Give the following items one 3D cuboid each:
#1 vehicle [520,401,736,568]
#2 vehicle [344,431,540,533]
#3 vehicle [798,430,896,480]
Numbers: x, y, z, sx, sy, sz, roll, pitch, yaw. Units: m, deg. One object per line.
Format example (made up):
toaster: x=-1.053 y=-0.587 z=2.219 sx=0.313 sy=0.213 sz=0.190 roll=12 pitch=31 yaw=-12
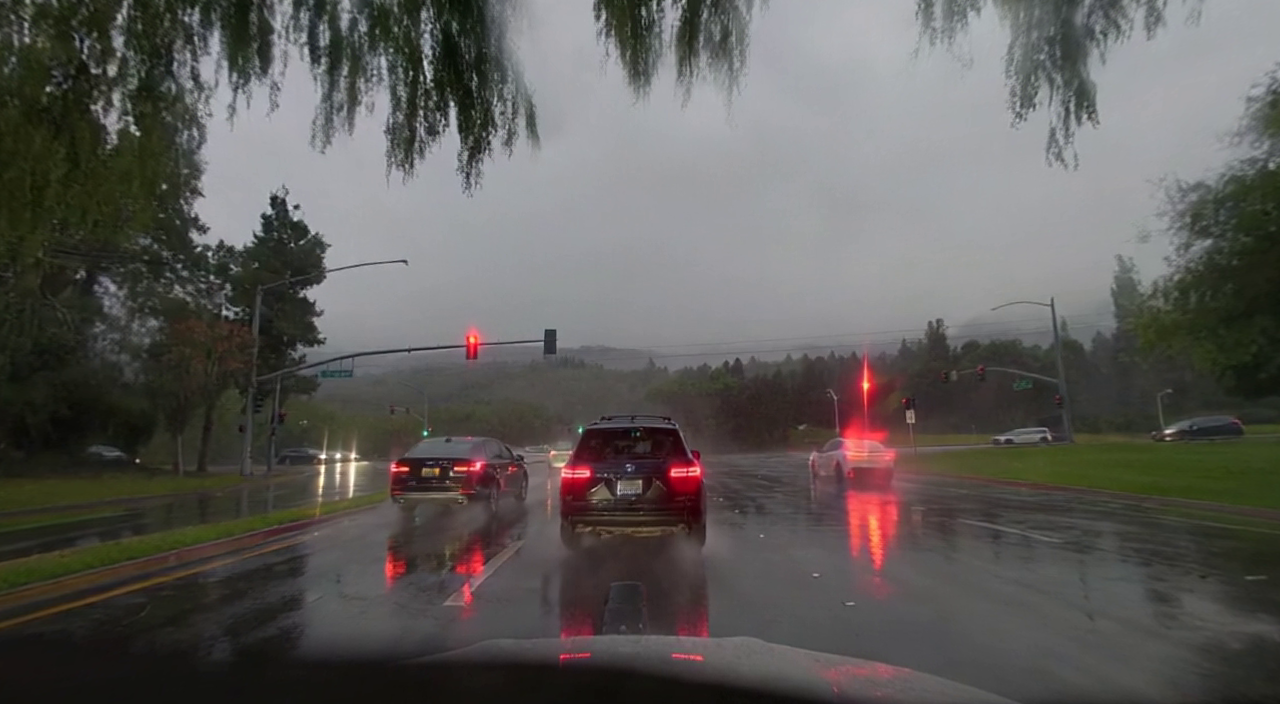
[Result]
vehicle: x=-0.126 y=1.719 z=8.869 sx=2.298 sy=1.770 sz=4.138 roll=0 pitch=-8 yaw=0
vehicle: x=-3.366 y=2.325 z=12.039 sx=2.061 sy=1.504 sz=5.142 roll=0 pitch=-8 yaw=0
vehicle: x=8.034 y=4.045 z=25.043 sx=2.166 sy=1.761 sz=4.692 roll=0 pitch=-8 yaw=-1
